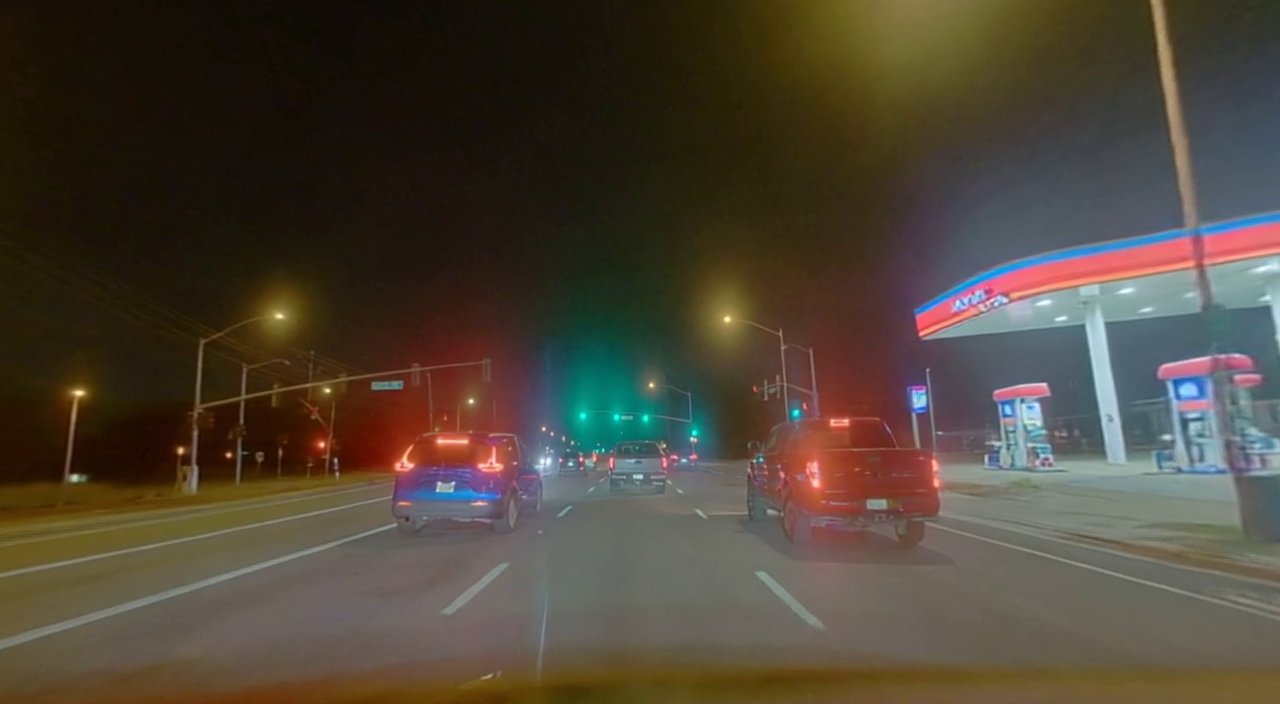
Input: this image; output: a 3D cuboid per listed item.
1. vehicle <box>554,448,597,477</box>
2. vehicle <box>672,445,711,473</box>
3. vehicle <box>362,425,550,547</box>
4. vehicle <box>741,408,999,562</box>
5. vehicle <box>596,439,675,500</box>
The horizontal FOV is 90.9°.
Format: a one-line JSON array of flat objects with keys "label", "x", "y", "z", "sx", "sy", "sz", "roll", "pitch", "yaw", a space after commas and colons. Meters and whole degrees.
[{"label": "vehicle", "x": -3.517, "y": 6.087, "z": 35.070, "sx": 1.954, "sy": 1.497, "sz": 4.078, "roll": 0, "pitch": -8, "yaw": 0}, {"label": "vehicle", "x": 3.366, "y": 7.060, "z": 41.920, "sx": 2.122, "sy": 1.745, "sz": 4.337, "roll": 0, "pitch": -8, "yaw": -1}, {"label": "vehicle", "x": -2.951, "y": 2.248, "z": 11.259, "sx": 2.019, "sy": 1.731, "sz": 4.299, "roll": 0, "pitch": -8, "yaw": 1}, {"label": "vehicle", "x": 3.239, "y": 2.016, "z": 10.415, "sx": 2.161, "sy": 1.868, "sz": 5.321, "roll": 0, "pitch": -8, "yaw": -1}, {"label": "vehicle", "x": -0.150, "y": 3.534, "z": 19.383, "sx": 2.181, "sy": 1.650, "sz": 4.083, "roll": 0, "pitch": -8, "yaw": -1}]
